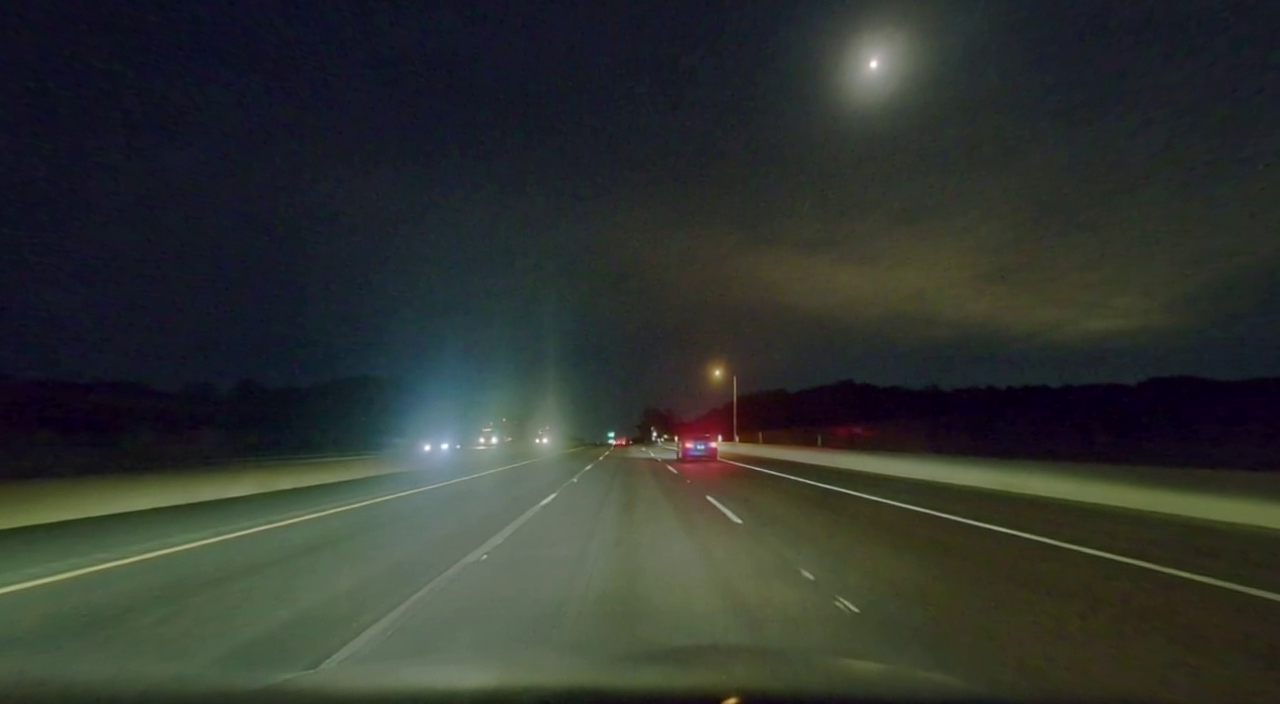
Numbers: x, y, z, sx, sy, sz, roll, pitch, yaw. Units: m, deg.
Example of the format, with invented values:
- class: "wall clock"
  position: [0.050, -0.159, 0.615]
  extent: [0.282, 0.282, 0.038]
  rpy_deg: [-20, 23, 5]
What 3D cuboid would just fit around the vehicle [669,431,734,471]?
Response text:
- class: "vehicle"
  position: [2.701, 4.507, 28.798]
  extent: [2.349, 1.651, 4.161]
  rpy_deg: [0, -8, -2]
